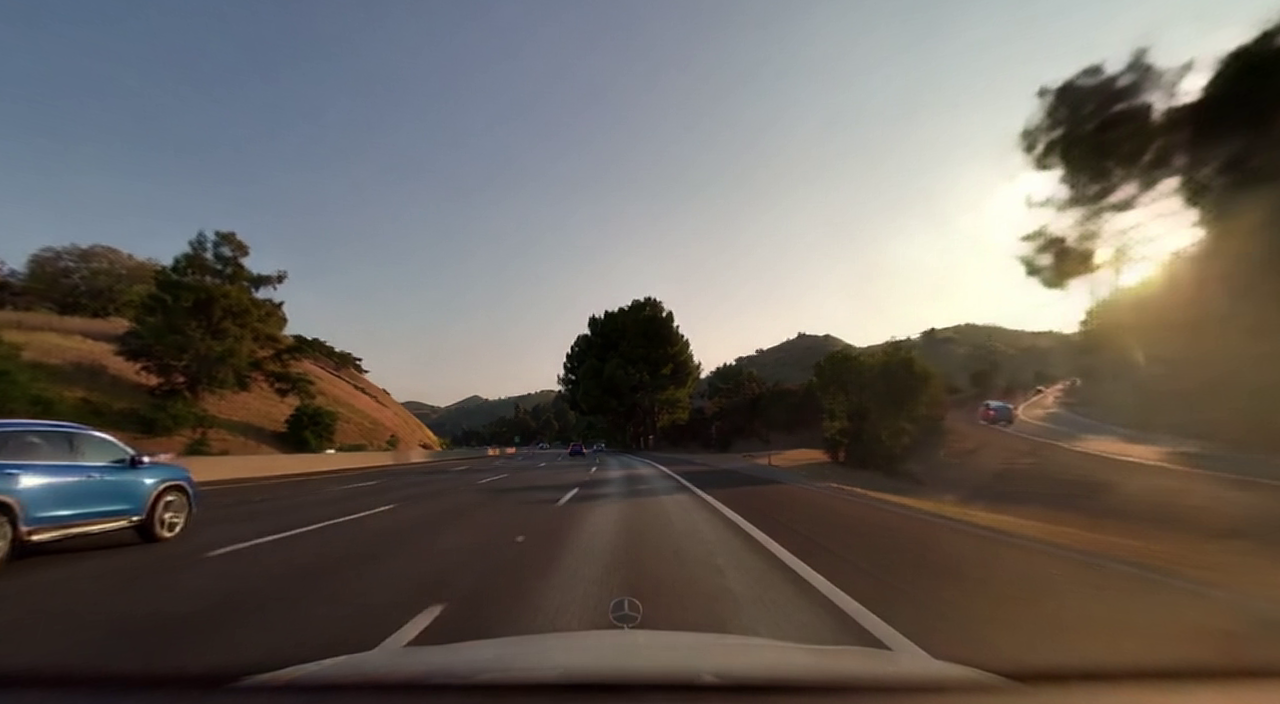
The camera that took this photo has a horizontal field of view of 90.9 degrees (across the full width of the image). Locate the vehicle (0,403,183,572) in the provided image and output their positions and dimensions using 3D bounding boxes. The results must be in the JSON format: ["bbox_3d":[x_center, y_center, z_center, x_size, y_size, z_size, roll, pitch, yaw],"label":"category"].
[{"bbox_3d":[-7.551,1.409,6.638,2.046,1.712,4.533,0,-8,0],"label":"vehicle"}]
